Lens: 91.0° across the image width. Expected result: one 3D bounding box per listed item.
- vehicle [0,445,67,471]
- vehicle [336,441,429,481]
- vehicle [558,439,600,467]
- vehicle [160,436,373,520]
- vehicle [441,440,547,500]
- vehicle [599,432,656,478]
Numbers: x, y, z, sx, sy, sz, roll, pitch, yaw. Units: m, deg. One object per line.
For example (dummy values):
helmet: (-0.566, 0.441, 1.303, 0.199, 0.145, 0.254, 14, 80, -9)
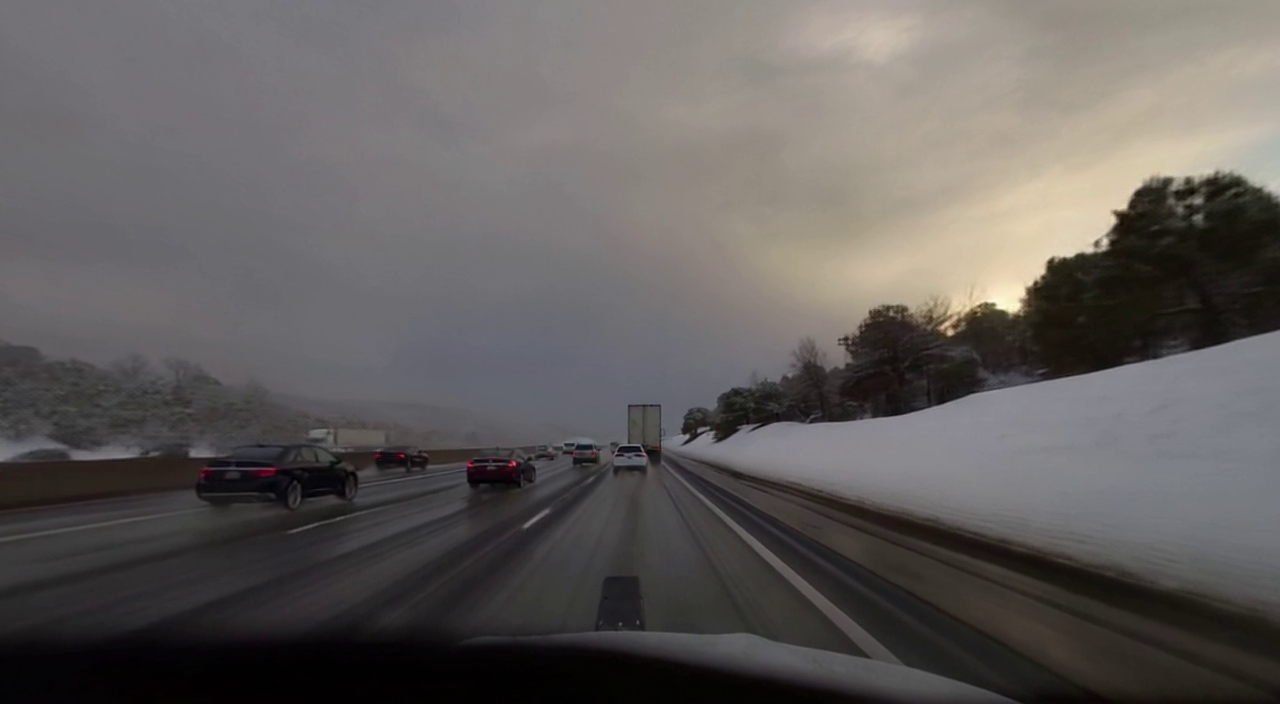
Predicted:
vehicle: (-42.577, 7.213, 43.054, 1.897, 1.618, 5.117, 0, -9, 0)
vehicle: (-10.709, 4.568, 26.586, 1.950, 1.507, 4.527, 0, -9, 1)
vehicle: (-3.758, 6.344, 39.714, 2.155, 1.661, 4.477, 0, -9, 1)
vehicle: (-7.821, 2.654, 13.791, 2.029, 1.507, 4.204, 0, -9, 1)
vehicle: (-4.011, 3.324, 18.151, 1.943, 1.468, 4.547, 0, -9, 0)
vehicle: (-0.502, 4.459, 27.447, 2.281, 1.795, 4.297, 1, -9, 0)
